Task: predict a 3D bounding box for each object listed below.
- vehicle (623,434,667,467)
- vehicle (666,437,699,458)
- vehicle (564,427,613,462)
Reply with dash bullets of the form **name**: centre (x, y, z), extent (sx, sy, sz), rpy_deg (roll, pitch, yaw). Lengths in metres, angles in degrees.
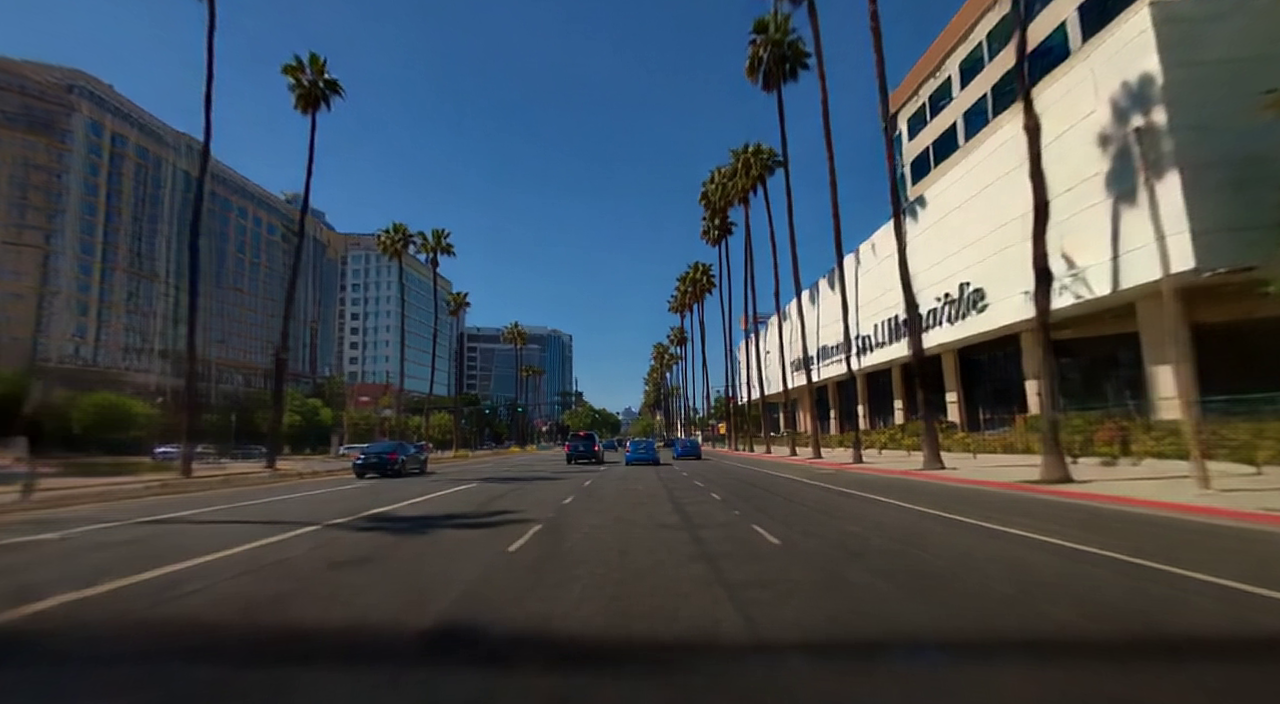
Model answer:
- **vehicle**: centre (0.233, 5.199, 33.647), extent (2.160, 1.615, 4.117), rpy_deg (0, -8, -1)
- **vehicle**: centre (3.234, 7.443, 49.347), extent (2.085, 1.482, 4.491), rpy_deg (0, -8, -2)
- **vehicle**: centre (-3.201, 5.914, 40.626), extent (2.672, 2.064, 5.681), rpy_deg (0, -8, 0)
